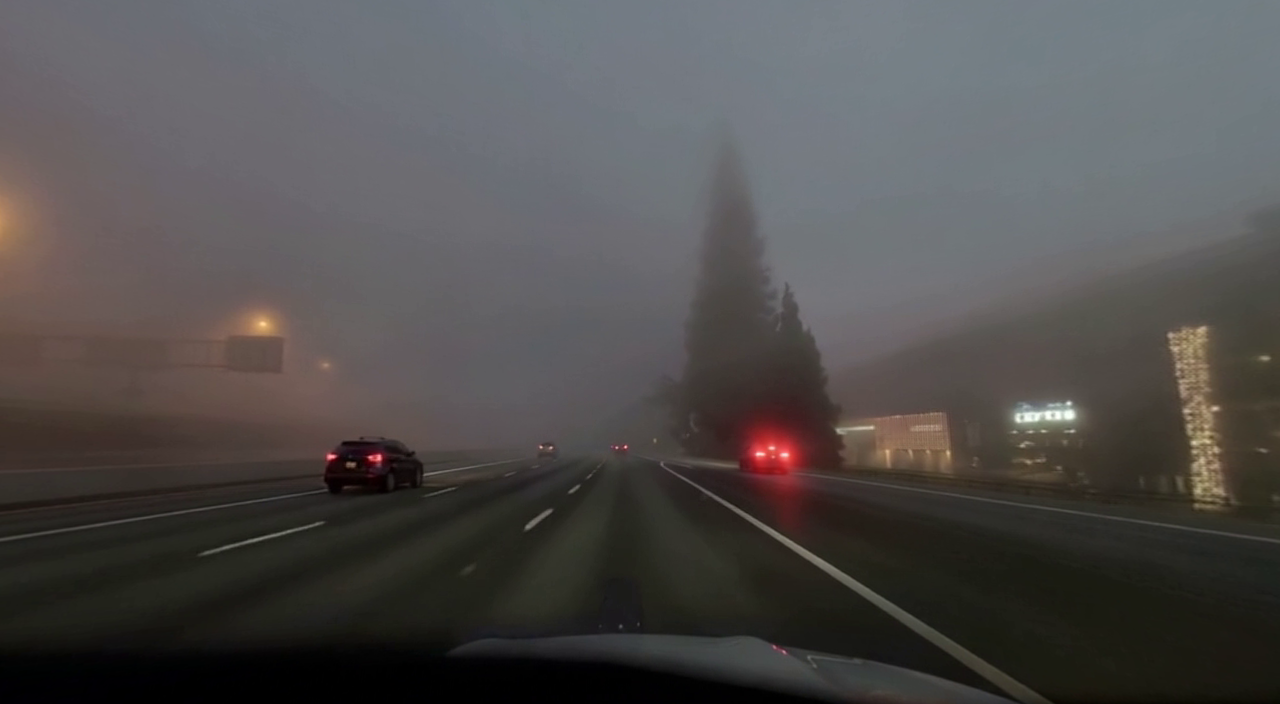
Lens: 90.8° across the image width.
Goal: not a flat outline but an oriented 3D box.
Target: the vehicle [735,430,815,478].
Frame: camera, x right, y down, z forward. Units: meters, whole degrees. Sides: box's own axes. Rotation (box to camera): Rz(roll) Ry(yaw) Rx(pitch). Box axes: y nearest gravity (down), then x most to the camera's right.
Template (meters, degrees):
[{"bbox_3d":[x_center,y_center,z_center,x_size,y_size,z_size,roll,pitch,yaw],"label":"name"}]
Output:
[{"bbox_3d":[5.341,4.115,25.627,2.023,1.782,4.193,0,-9,-4],"label":"vehicle"}]

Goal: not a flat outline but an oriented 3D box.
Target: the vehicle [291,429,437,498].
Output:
[{"bbox_3d":[-7.596,3.128,18.060,2.030,1.672,4.913,0,-9,-1],"label":"vehicle"}]
